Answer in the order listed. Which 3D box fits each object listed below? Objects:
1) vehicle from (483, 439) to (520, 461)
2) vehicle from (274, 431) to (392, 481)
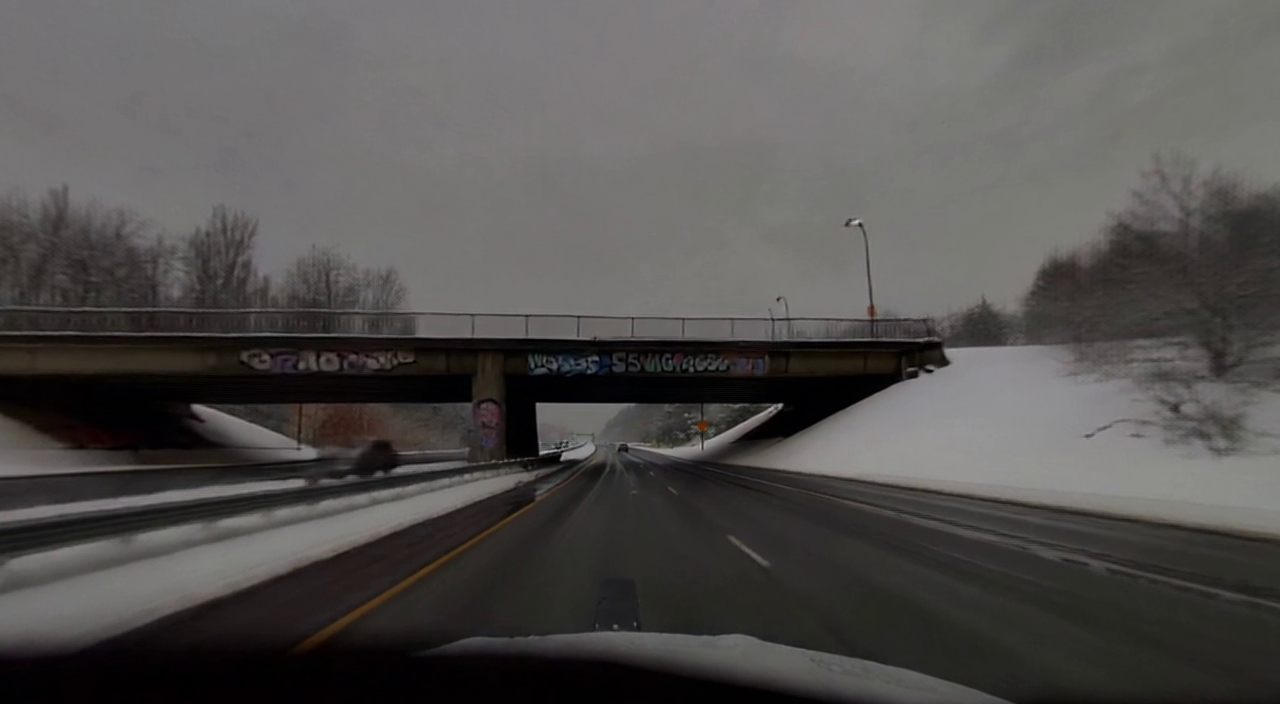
[{"bbox_3d":[-10.362,7.379,47.224,1.931,1.553,4.205,0,-9,-2],"label":"vehicle"},{"bbox_3d":[-10.008,3.429,20.844,1.917,1.499,4.022,0,-9,-1],"label":"vehicle"}]
